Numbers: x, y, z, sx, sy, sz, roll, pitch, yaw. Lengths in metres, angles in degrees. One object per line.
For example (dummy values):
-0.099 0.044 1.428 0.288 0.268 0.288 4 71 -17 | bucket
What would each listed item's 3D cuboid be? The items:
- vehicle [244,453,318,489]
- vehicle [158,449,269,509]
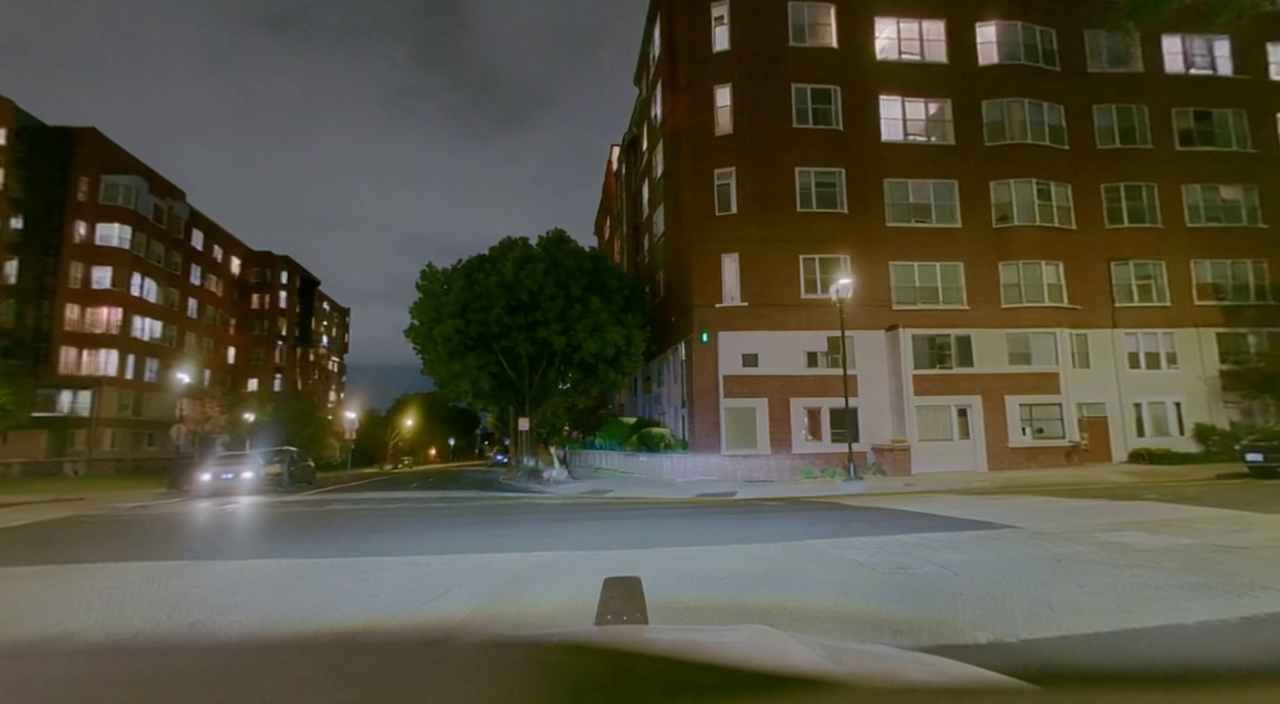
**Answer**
-16.659 5.491 29.480 1.941 1.442 4.384 2 -9 -16 | vehicle
-12.820 3.759 19.267 2.027 1.475 4.522 1 -8 -24 | vehicle
